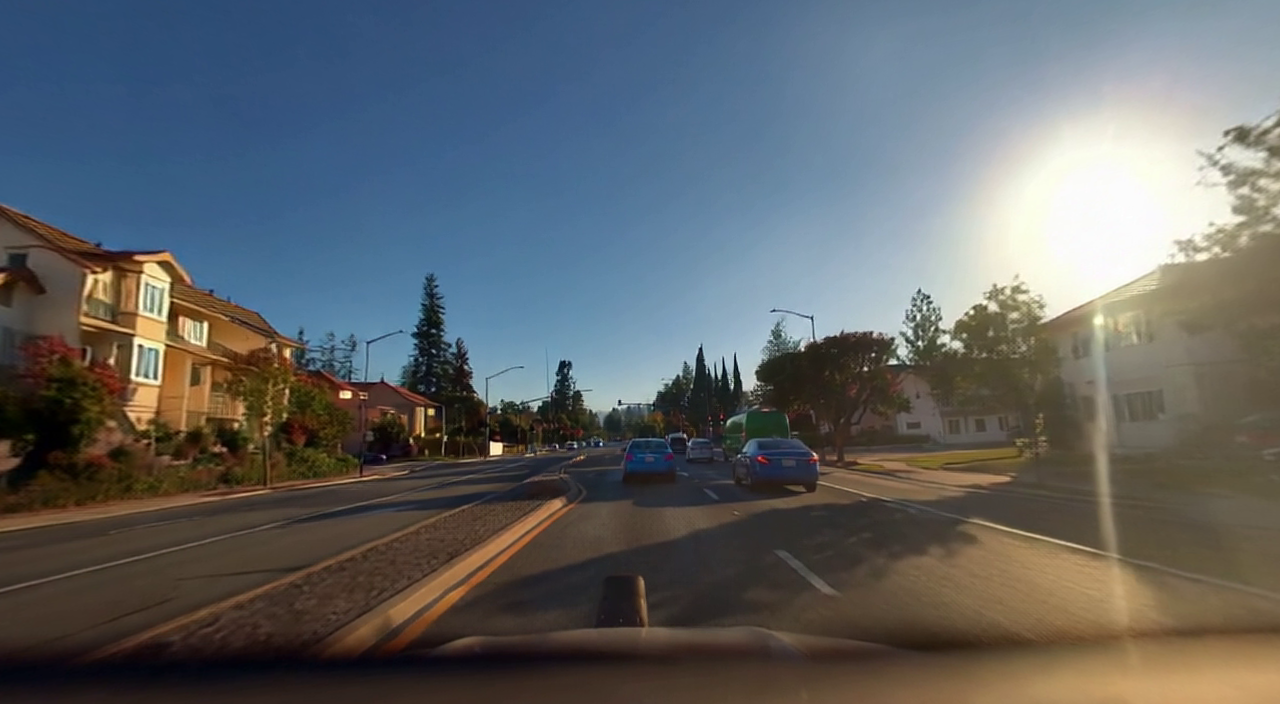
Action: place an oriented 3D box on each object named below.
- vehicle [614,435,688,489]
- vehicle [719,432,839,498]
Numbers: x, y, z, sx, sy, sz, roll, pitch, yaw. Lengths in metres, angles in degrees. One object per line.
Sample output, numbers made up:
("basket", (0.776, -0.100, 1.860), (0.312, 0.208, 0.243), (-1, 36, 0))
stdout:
("vehicle", (0.306, 3.432, 20.029), (2.093, 1.497, 4.010), (0, -9, 0))
("vehicle", (3.552, 2.987, 17.110), (2.161, 1.519, 4.568), (0, -9, -1))
